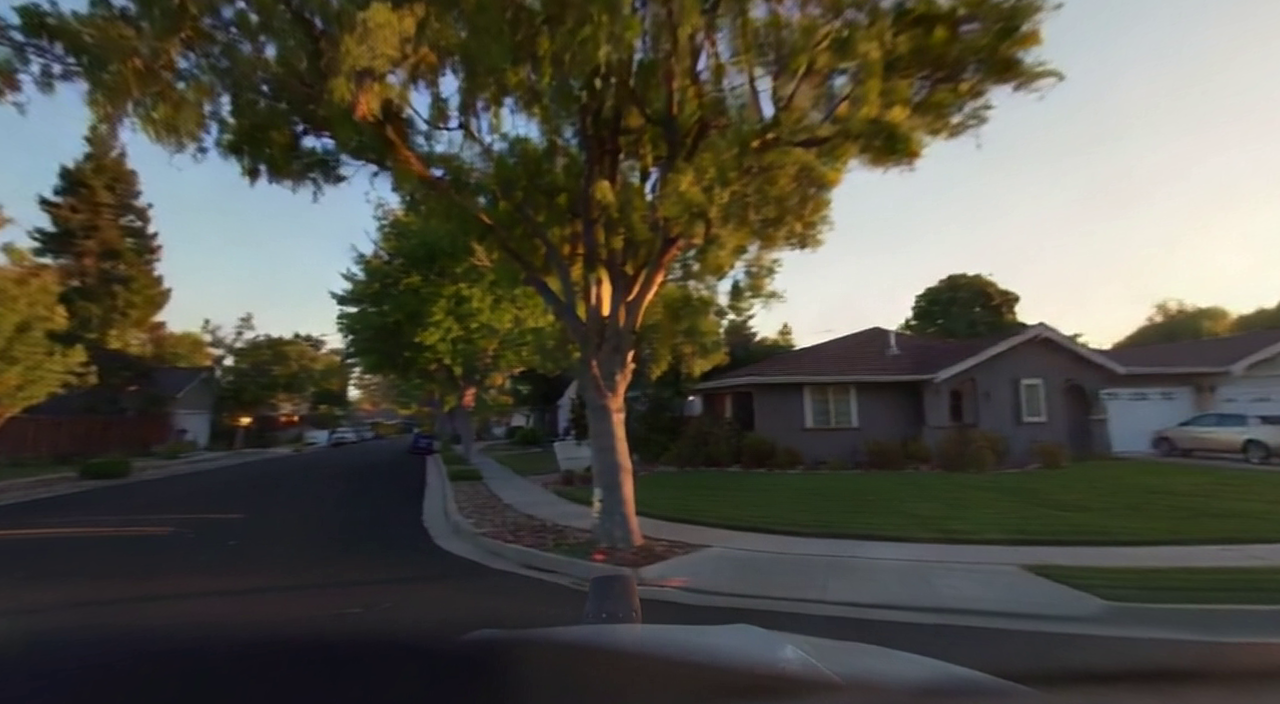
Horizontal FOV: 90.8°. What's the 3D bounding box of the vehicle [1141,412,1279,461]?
[{"bbox_3d":[19.784,2.853,21.087,1.844,1.495,4.404,2,-9,-17],"label":"vehicle"}]
